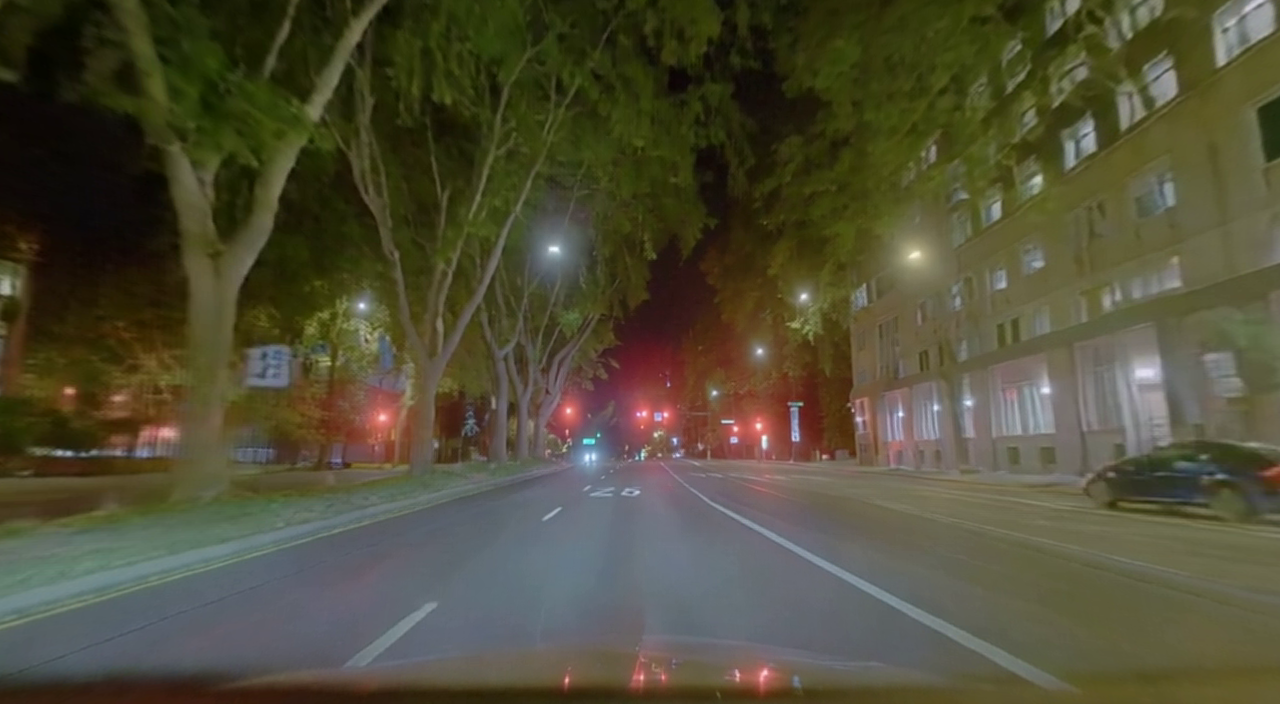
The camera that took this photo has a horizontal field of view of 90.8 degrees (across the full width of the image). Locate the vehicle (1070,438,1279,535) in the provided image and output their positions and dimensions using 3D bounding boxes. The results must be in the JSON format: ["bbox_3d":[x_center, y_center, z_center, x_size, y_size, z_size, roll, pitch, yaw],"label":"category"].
[{"bbox_3d":[10.952,2.437,12.162,2.043,1.491,4.627,0,-9,0],"label":"vehicle"}]
